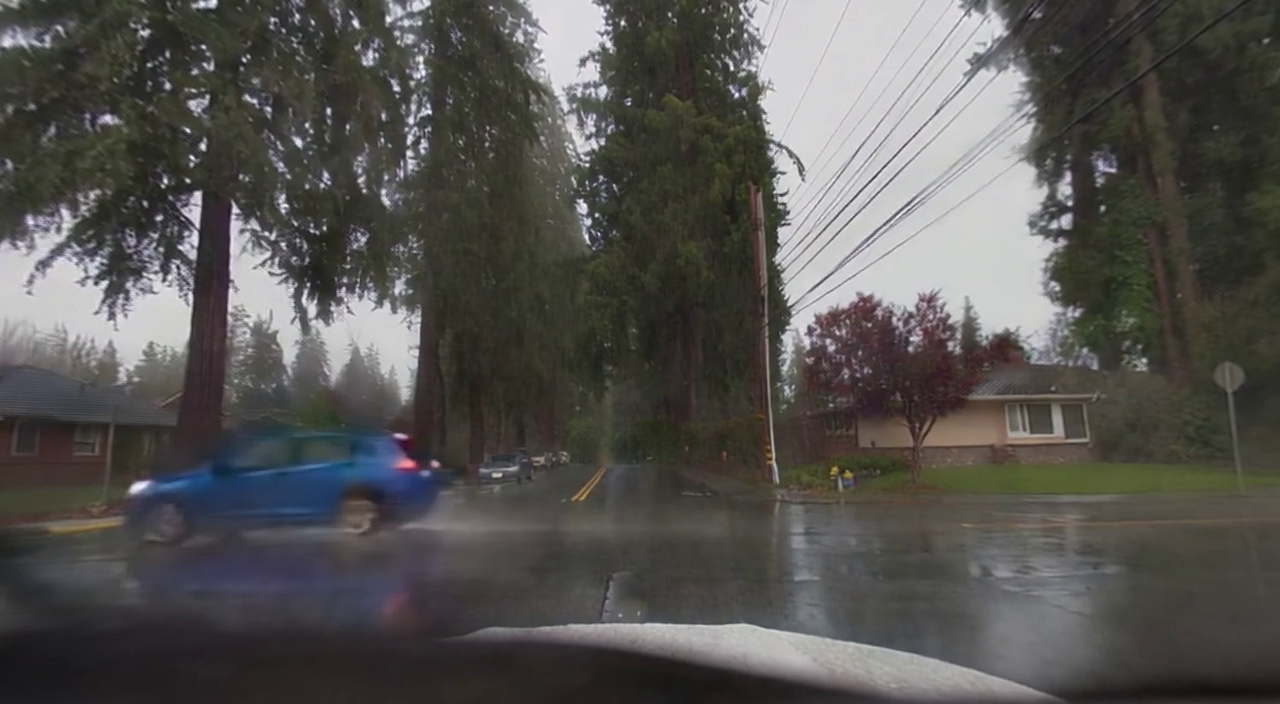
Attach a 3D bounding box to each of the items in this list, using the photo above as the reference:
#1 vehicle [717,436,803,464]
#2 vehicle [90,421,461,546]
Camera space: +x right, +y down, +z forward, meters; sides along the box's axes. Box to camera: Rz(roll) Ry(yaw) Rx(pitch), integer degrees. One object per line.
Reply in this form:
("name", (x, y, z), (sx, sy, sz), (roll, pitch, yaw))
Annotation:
("vehicle", (7.344, 5.997, 38.865), (4.784, 1.647, 1.947), (1, -8, -5))
("vehicle", (-5.741, 2.122, 10.607), (4.809, 1.834, 2.181), (0, -8, -2))
